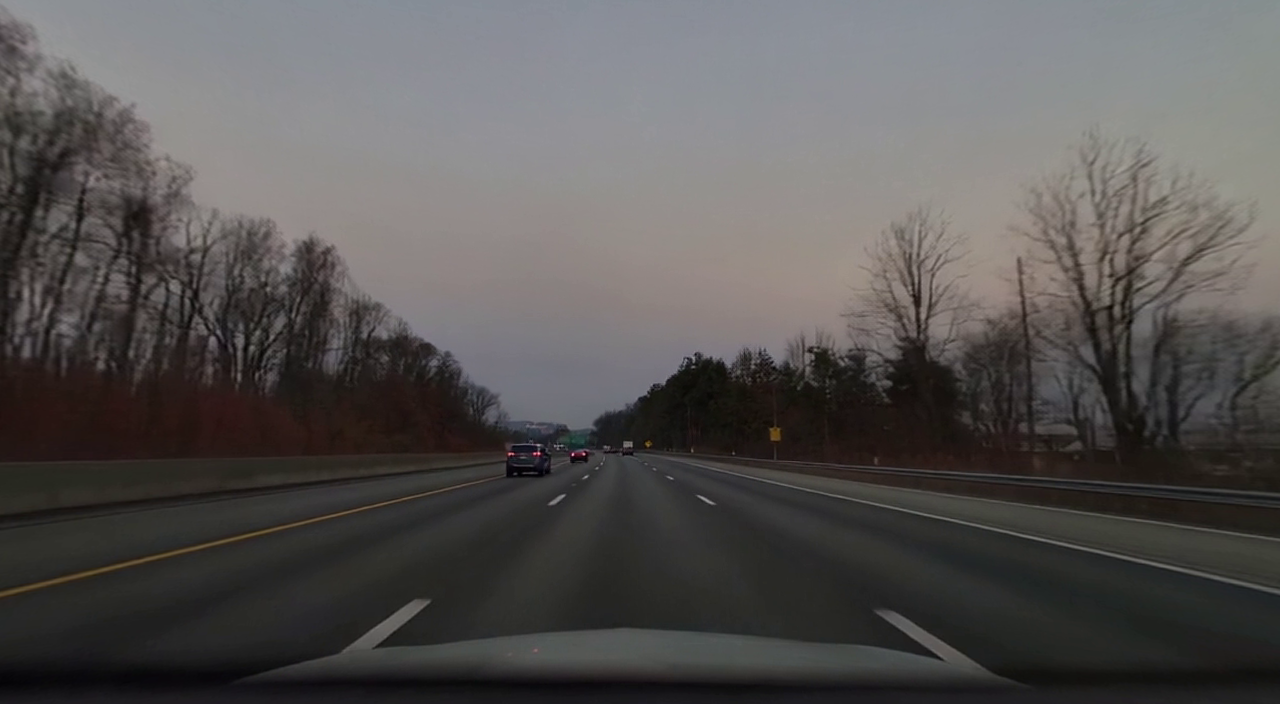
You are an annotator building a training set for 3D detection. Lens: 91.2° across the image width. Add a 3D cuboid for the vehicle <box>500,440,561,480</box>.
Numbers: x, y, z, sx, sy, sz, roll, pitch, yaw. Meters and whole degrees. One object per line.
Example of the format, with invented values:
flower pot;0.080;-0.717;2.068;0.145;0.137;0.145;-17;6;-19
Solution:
vehicle;-5.057;5.037;29.546;2.151;1.693;4.201;0;-9;-1
